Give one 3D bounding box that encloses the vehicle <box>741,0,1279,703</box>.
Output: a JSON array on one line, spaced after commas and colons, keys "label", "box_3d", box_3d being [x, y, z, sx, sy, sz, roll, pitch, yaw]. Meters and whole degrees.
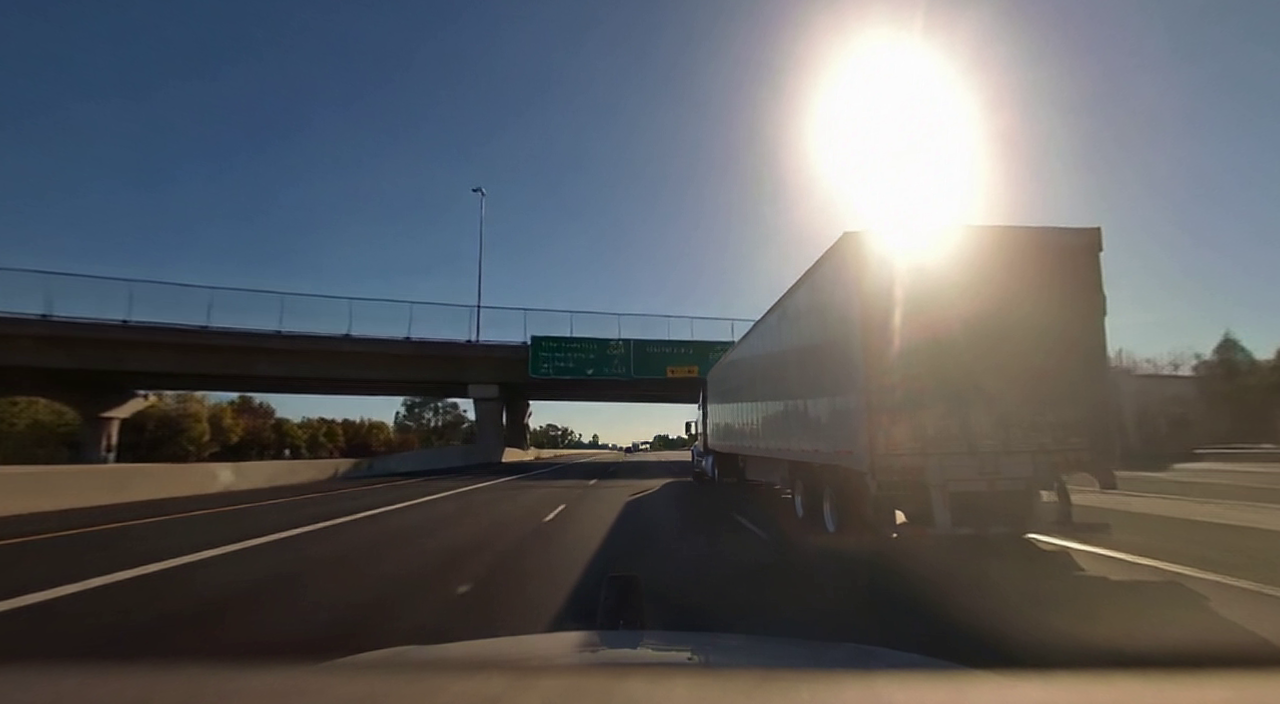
[{"label": "vehicle", "box_3d": [3.811, 0.251, 6.833, 2.949, 4.149, 16.046, 0, -9, 1]}]
